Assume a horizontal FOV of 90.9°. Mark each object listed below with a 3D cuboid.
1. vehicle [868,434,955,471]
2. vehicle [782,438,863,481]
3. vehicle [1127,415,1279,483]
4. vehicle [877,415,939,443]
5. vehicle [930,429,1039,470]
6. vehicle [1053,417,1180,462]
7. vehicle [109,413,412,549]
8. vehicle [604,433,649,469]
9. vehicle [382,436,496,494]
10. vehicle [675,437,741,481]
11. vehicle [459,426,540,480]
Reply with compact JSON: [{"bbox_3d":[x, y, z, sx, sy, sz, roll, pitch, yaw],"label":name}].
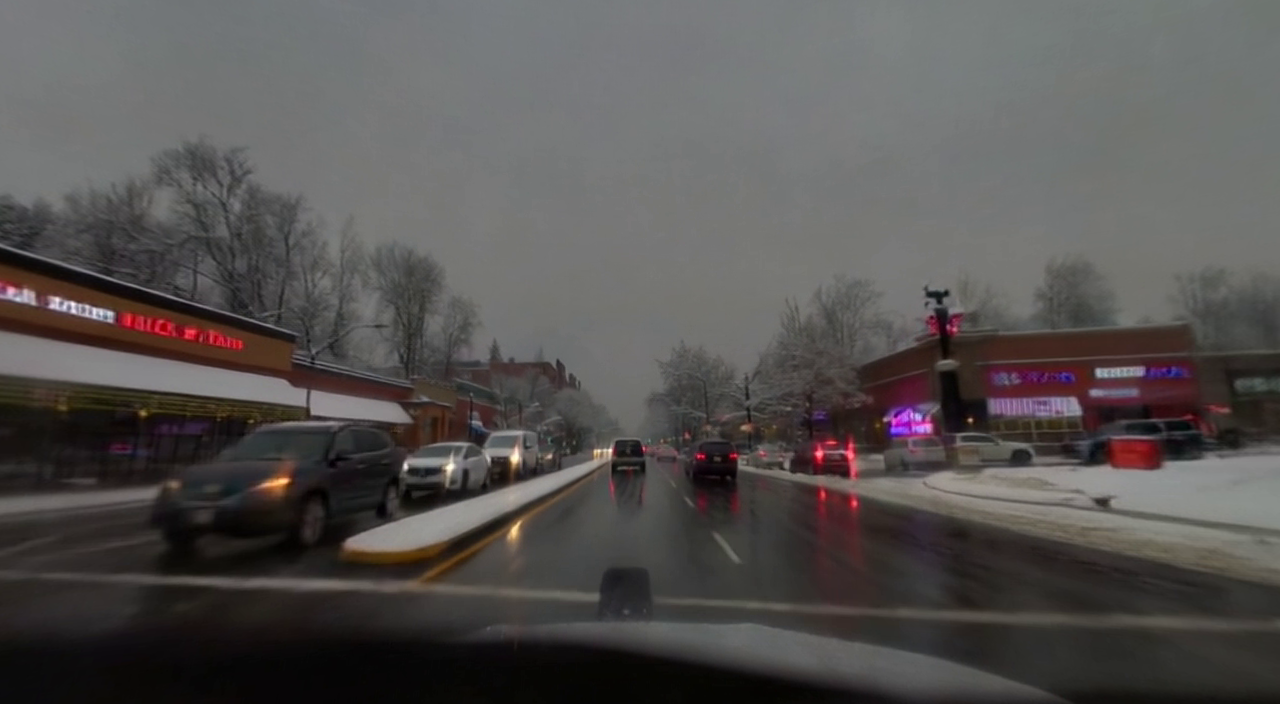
[{"bbox_3d":[12.233,4.541,28.793,2.058,1.493,4.612,-2,-8,2],"label":"vehicle"},{"bbox_3d":[7.423,4.389,26.120,1.914,1.587,4.548,0,-8,-1],"label":"vehicle"},{"bbox_3d":[16.476,2.603,17.187,4.572,1.660,2.091,-1,-9,-1],"label":"vehicle"},{"bbox_3d":[15.620,4.587,37.002,1.793,1.505,4.557,-1,-8,3],"label":"vehicle"},{"bbox_3d":[15.347,4.363,28.495,2.007,1.642,5.001,-1,-8,-1],"label":"vehicle"},{"bbox_3d":[21.105,3.902,28.174,1.967,1.751,4.275,-2,-7,-6],"label":"vehicle"},{"bbox_3d":[-5.865,2.010,10.697,2.242,1.740,4.659,-1,-7,0],"label":"vehicle"},{"bbox_3d":[-0.705,5.425,34.657,2.301,1.837,4.411,0,-8,0],"label":"vehicle"},{"bbox_3d":[-5.764,3.283,18.741,1.835,1.476,4.533,1,-8,1],"label":"vehicle"},{"bbox_3d":[2.520,4.095,24.402,2.046,1.540,3.883,0,-8,-1],"label":"vehicle"},{"bbox_3d":[-5.673,4.114,26.226,2.240,1.945,5.114,-1,-7,0],"label":"vehicle"}]
